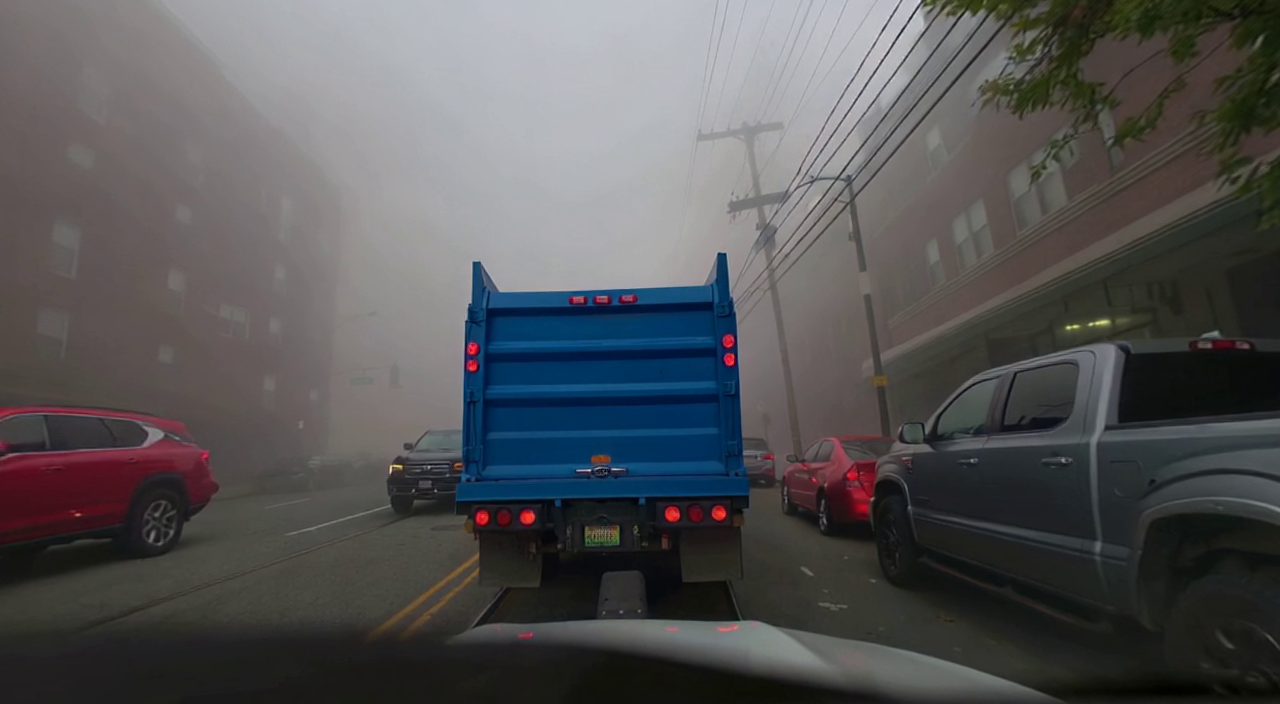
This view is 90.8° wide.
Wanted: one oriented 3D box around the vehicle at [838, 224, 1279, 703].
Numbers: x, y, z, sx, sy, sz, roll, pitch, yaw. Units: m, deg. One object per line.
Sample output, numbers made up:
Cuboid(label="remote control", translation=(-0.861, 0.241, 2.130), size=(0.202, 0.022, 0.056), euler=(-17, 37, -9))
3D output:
Cuboid(label="vehicle", translation=(3.235, 0.844, 3.853), size=(2.242, 1.979, 5.722), euler=(0, -8, 1))

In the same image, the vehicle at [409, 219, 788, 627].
Cuboid(label="vehicle", translation=(-0.226, 1.099, 9.102), size=(2.878, 3.204, 8.244), euler=(0, -8, 1))

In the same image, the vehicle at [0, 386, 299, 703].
Cuboid(label="vehicle", translation=(-4.113, 1.059, 3.435), size=(1.988, 1.657, 4.492), euler=(0, -8, 0))
